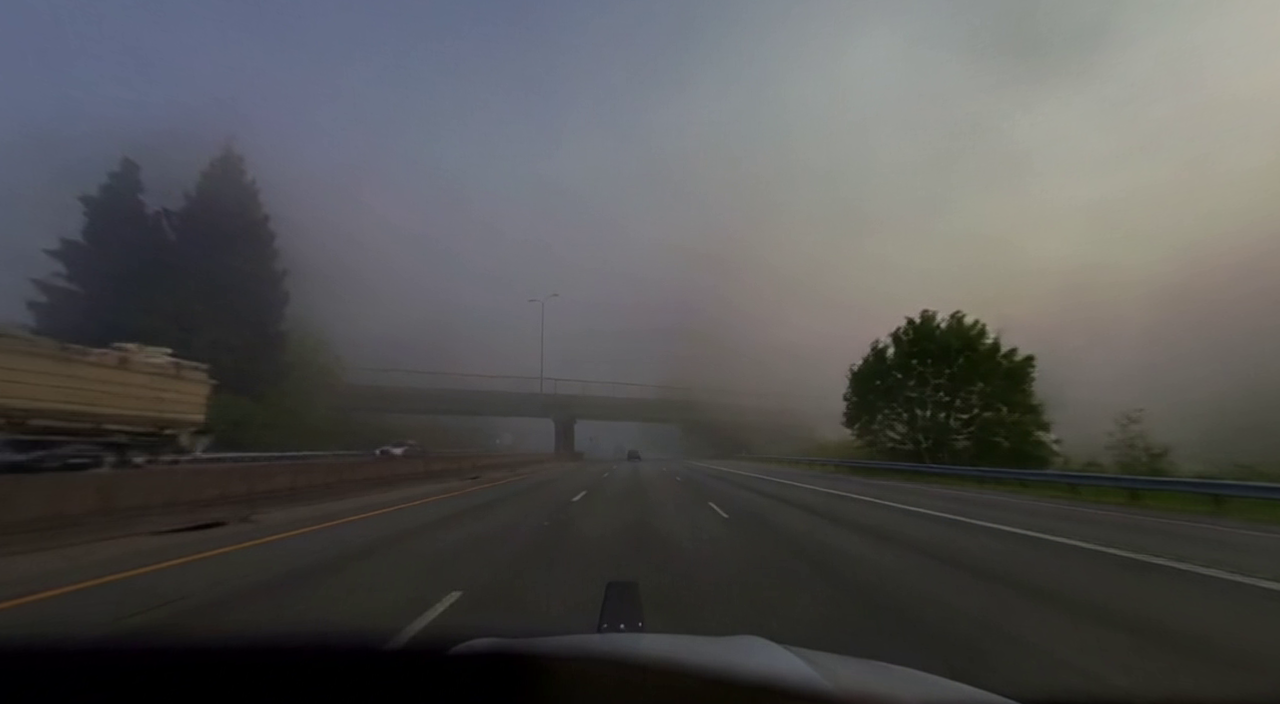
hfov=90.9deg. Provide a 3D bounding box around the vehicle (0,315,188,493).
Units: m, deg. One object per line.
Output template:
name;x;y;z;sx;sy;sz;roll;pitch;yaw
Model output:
vehicle;-16.111;0.765;11.713;2.994;4.027;16.848;0;-9;0
